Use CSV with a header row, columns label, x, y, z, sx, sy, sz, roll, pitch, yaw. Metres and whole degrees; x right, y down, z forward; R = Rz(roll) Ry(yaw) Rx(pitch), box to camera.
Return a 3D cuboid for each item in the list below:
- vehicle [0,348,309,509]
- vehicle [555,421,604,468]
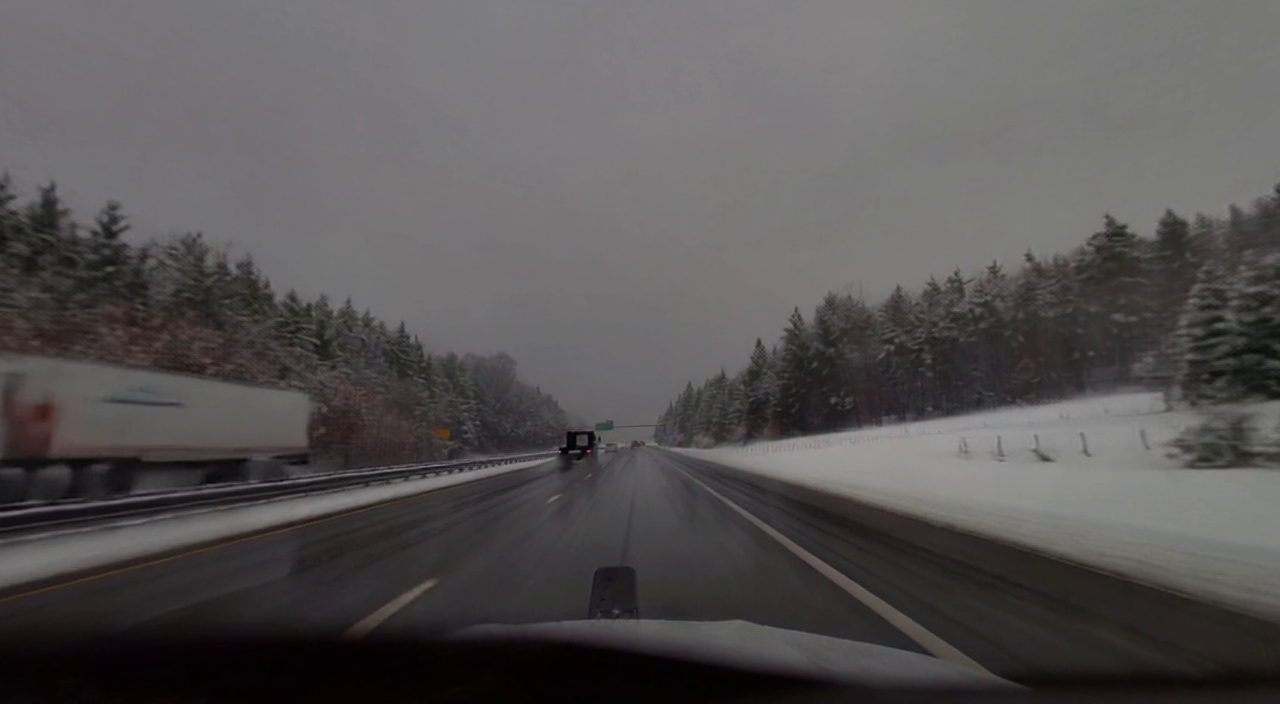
label,x,y,z,sx,sy,sz,roll,pitch,yaw
vehicle,-17.265,2.915,22.701,2.897,3.982,14.641,-1,-8,-1
vehicle,-3.603,5.705,38.890,2.484,2.625,5.907,0,-8,0
